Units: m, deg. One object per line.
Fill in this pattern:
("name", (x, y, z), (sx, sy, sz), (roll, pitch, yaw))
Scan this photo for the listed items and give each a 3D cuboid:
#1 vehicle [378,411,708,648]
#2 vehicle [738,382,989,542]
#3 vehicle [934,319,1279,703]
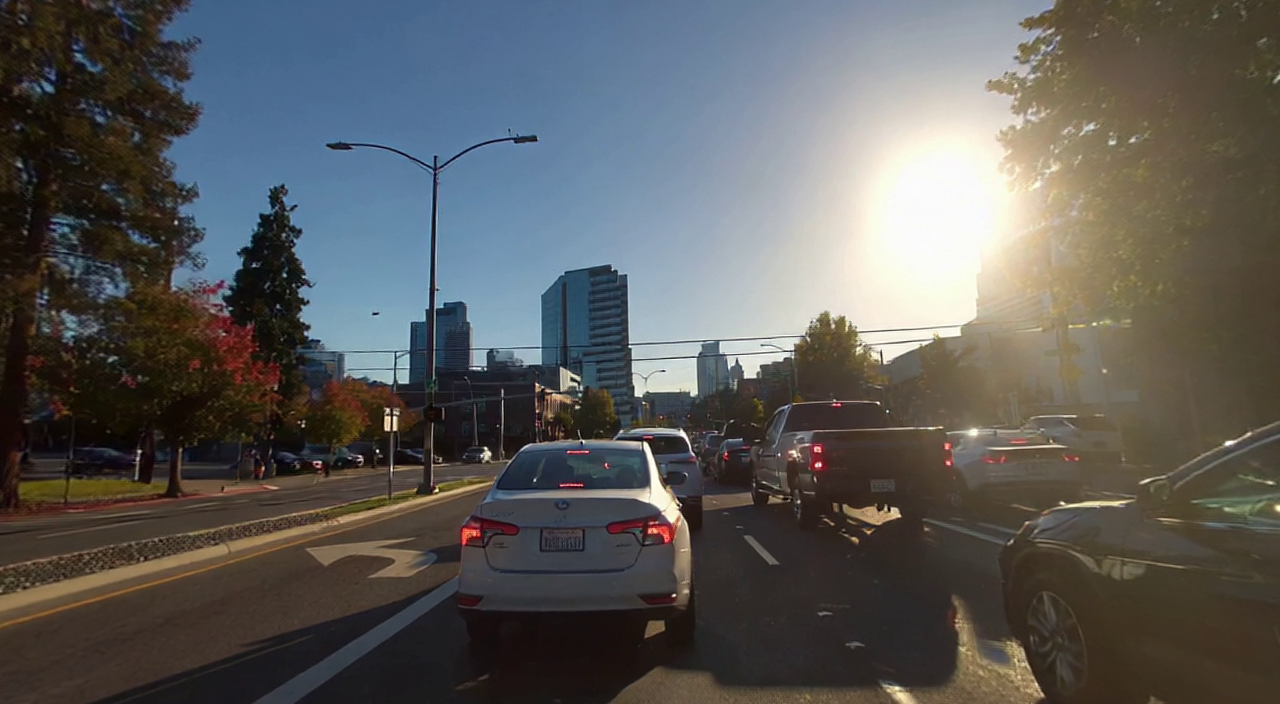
("vehicle", (-0.579, 1.483, 6.331), (2.172, 1.536, 4.250), (0, -9, 2))
("vehicle", (3.520, 1.941, 11.606), (2.497, 2.186, 5.890), (0, -9, 1))
("vehicle", (3.126, 0.766, 2.095), (2.024, 1.723, 4.714), (0, -9, 1))
